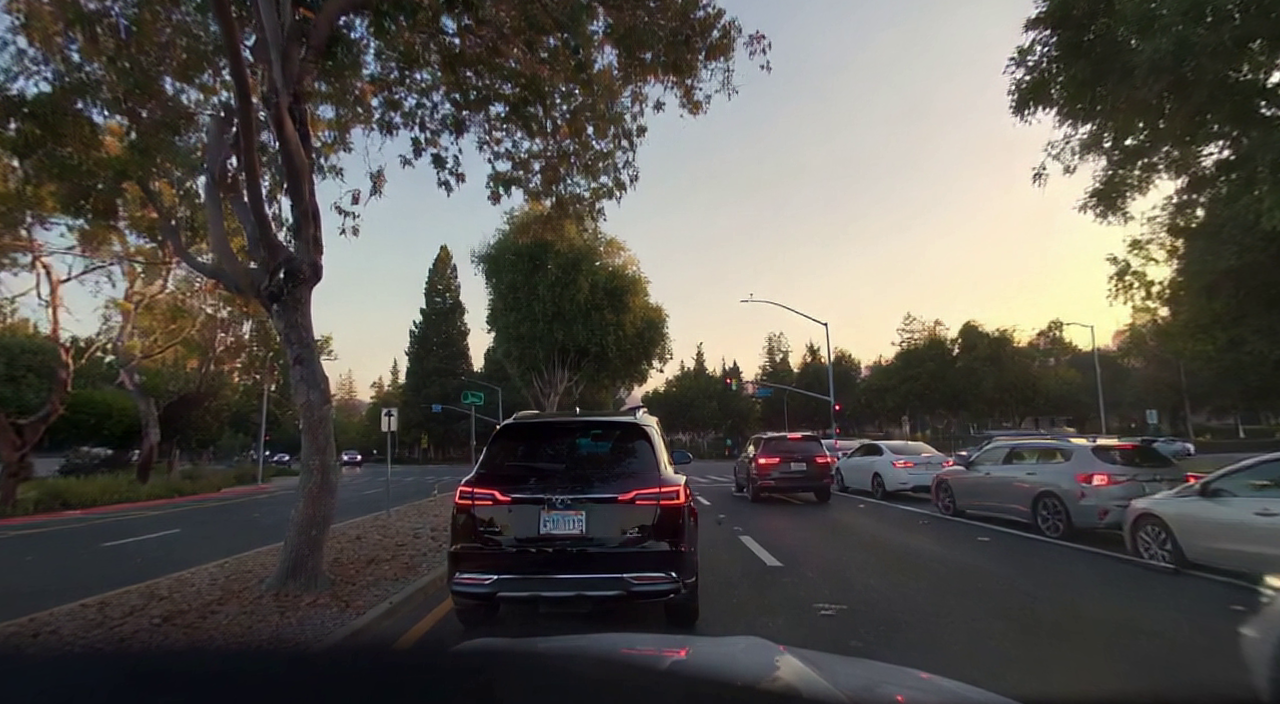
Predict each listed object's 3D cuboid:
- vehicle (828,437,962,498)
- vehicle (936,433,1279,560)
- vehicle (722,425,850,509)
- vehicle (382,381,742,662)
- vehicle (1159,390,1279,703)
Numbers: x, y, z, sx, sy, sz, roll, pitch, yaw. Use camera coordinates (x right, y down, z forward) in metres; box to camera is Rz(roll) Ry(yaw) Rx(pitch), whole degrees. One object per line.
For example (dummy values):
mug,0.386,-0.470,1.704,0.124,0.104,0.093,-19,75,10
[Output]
vehicle,6.950,3.191,17.820,1.890,1.489,4.415,0,-9,-1
vehicle,6.576,2.020,9.656,1.894,1.445,4.565,0,-9,0
vehicle,3.262,2.681,15.122,1.963,1.682,4.407,0,-9,0
vehicle,-0.431,1.353,6.088,2.201,1.709,4.271,0,-9,1
vehicle,3.146,0.585,0.146,1.997,1.486,4.753,0,-9,0
